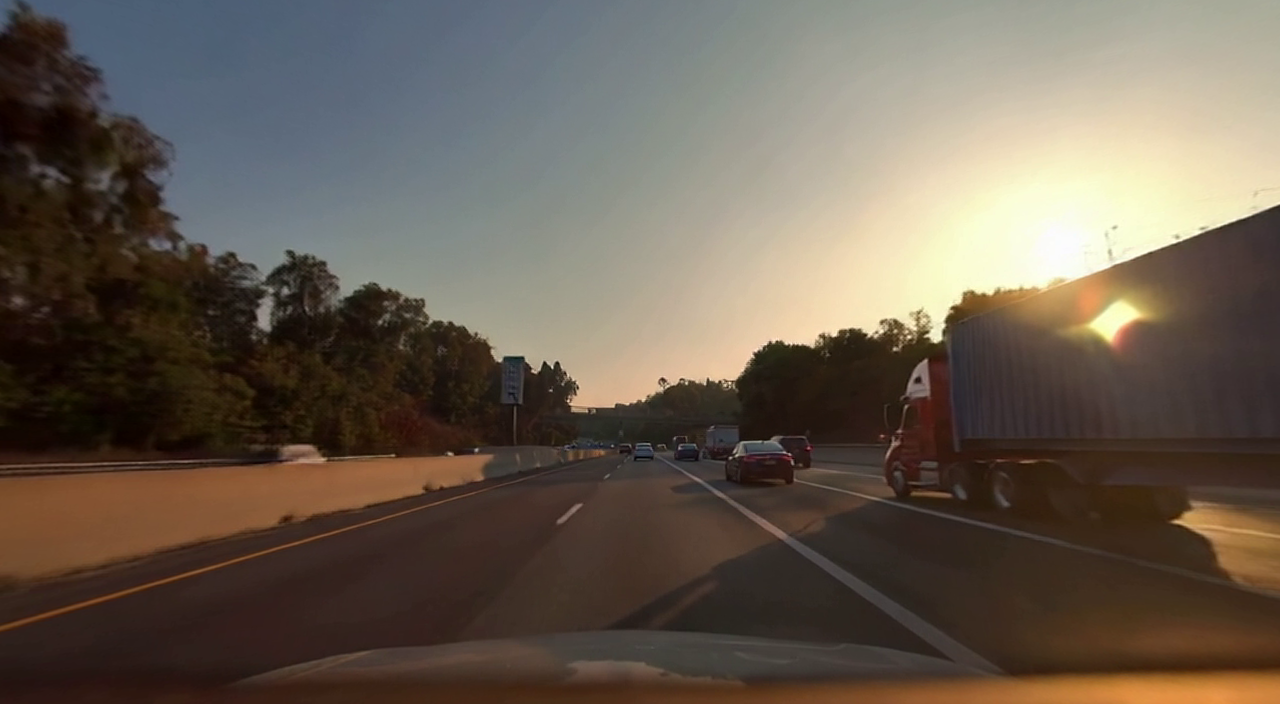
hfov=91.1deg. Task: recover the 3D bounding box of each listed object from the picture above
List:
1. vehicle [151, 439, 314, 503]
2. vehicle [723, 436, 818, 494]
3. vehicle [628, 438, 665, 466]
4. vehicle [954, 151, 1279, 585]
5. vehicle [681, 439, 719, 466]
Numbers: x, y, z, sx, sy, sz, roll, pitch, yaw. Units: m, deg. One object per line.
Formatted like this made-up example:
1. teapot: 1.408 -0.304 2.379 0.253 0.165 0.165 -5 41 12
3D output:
1. vehicle: -13.388 3.897 21.108 2.200 1.857 4.748 0 -8 1
2. vehicle: 3.751 3.330 18.915 1.888 1.501 4.608 0 -8 0
3. vehicle: 0.428 6.479 40.880 2.313 1.736 4.215 0 -8 1
4. vehicle: 7.303 0.305 6.924 2.752 3.975 9.319 0 -8 0
5. vehicle: 3.918 6.654 41.681 2.084 1.668 4.511 0 -8 0
